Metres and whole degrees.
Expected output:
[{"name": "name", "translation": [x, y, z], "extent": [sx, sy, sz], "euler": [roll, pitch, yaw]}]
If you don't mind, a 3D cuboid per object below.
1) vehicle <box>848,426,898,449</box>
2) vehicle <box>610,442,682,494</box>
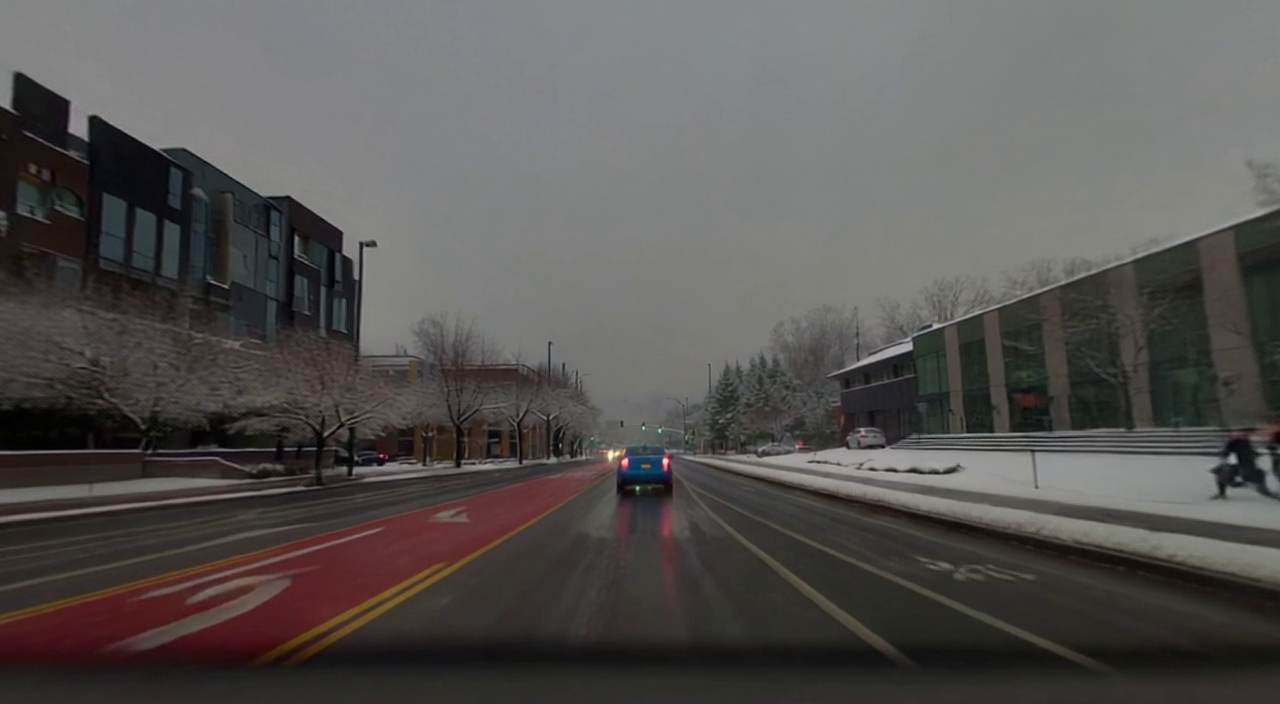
[{"name": "vehicle", "translation": [15.780, 5.834, 42.824], "extent": [1.979, 1.460, 3.848], "euler": [-1, -9, 2]}, {"name": "vehicle", "translation": [0.158, 3.664, 20.246], "extent": [2.063, 1.442, 4.135], "euler": [0, -9, 0]}]
